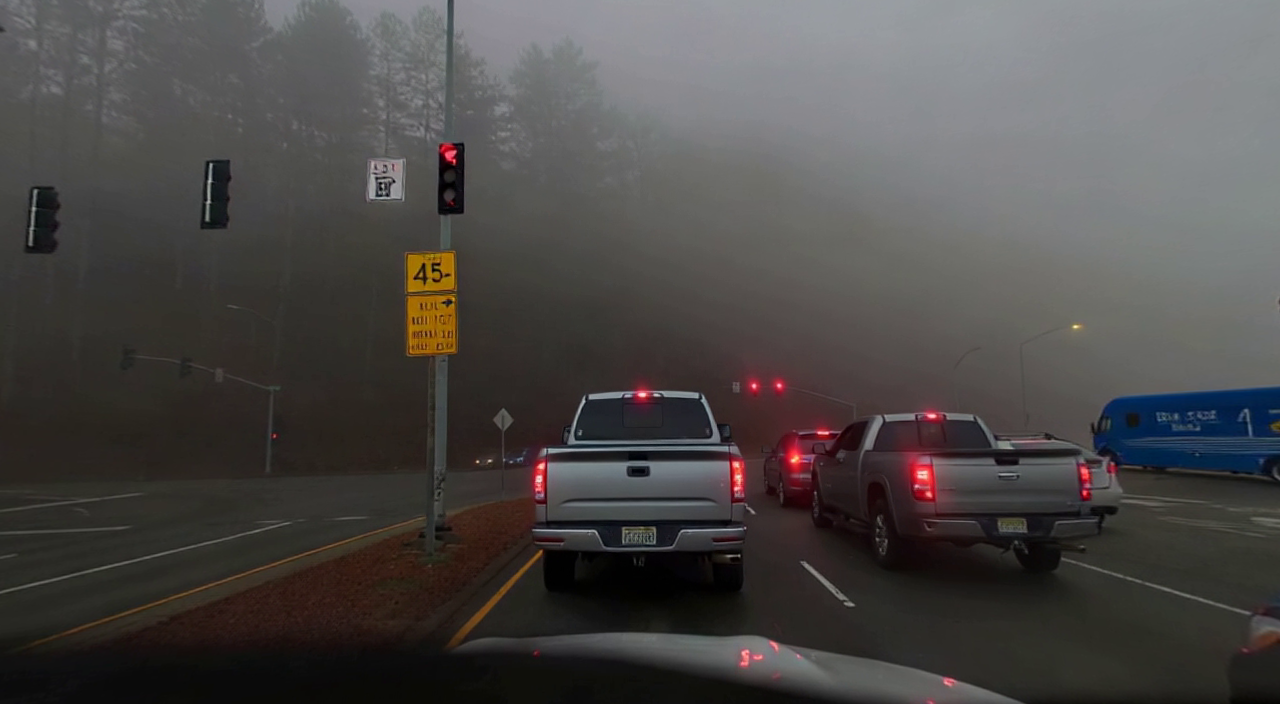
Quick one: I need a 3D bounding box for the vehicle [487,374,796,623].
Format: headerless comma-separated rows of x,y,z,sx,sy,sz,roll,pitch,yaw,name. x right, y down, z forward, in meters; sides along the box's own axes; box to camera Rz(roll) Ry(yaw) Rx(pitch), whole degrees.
0.037,1.469,7.327,2.326,1.880,4.964,0,-8,1,vehicle

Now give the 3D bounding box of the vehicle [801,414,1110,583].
3.577,1.719,8.187,1.981,1.616,4.006,0,-8,1,vehicle

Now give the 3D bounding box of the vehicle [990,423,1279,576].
6.829,1.740,8.281,1.973,1.470,4.228,0,-8,0,vehicle
